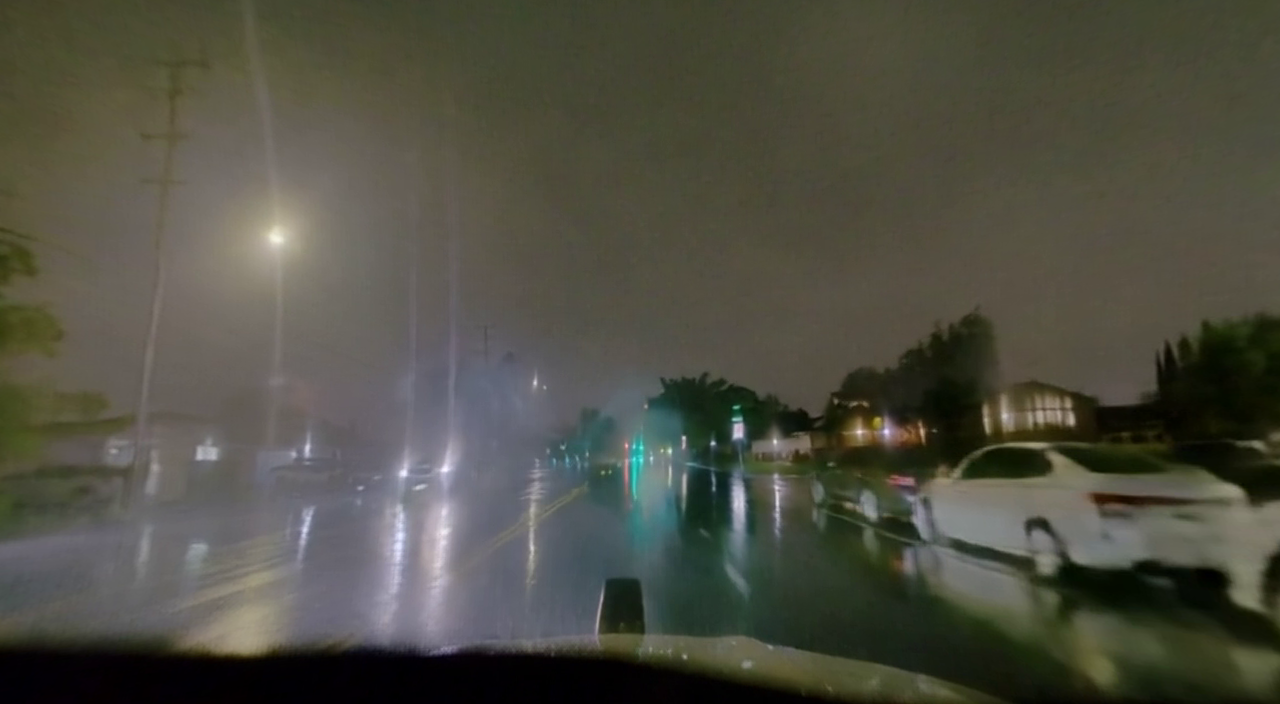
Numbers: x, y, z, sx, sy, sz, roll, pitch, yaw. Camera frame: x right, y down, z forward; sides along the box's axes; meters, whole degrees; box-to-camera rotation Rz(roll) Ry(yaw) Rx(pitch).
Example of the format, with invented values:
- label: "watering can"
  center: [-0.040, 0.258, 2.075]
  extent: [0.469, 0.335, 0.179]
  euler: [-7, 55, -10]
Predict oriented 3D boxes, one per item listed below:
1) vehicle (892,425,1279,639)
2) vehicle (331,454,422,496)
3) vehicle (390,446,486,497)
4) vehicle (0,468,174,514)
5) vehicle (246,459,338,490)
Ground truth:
- label: "vehicle"
  center: [4.885, 1.646, 7.026]
  extent: [2.008, 1.481, 5.049]
  euler: [0, -9, -1]
- label: "vehicle"
  center: [-12.630, 5.892, 30.741]
  extent: [2.128, 1.768, 5.306]
  euler: [0, -9, 0]
- label: "vehicle"
  center: [-7.474, 4.447, 23.977]
  extent: [2.092, 1.741, 4.559]
  euler: [0, -9, 1]
- label: "vehicle"
  center: [-19.471, 4.895, 22.382]
  extent: [4.367, 1.480, 1.903]
  euler: [0, -9, 2]
- label: "vehicle"
  center: [-20.915, 7.358, 38.121]
  extent: [4.340, 1.727, 2.048]
  euler: [-1, -9, 2]
